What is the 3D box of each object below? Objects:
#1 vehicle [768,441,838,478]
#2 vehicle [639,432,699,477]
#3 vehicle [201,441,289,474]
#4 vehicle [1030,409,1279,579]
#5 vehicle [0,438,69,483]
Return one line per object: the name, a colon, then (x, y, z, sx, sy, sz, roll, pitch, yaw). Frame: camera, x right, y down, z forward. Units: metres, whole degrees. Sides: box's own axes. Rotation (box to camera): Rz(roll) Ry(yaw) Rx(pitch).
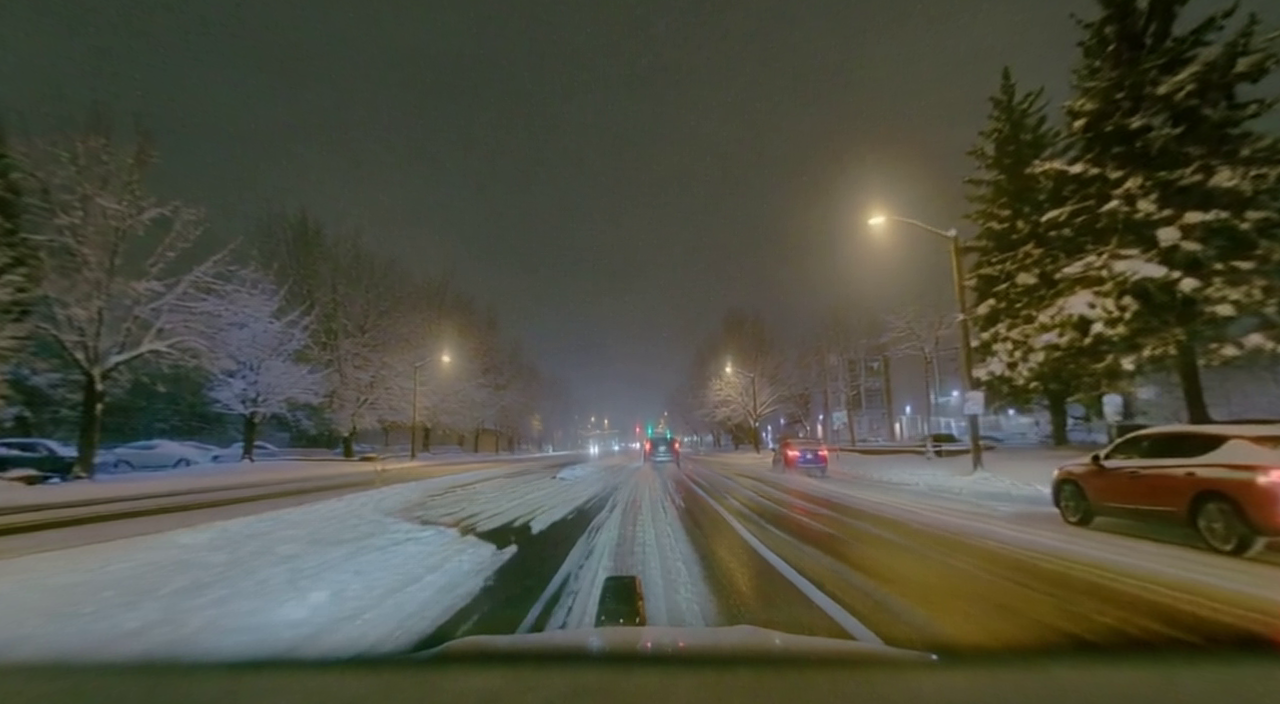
vehicle: (7.388, 4.897, 29.158, 2.029, 1.548, 4.422, 0, -8, 0)
vehicle: (1.174, 4.468, 27.668, 2.227, 1.794, 4.457, 0, -8, -3)
vehicle: (-29.762, 7.920, 47.705, 5.278, 2.181, 1.993, -2, -7, -2)
vehicle: (7.564, 1.743, 8.425, 2.025, 1.719, 4.161, 0, -8, 0)
vehicle: (-29.987, 5.112, 29.888, 3.883, 1.989, 2.208, -1, -9, 6)
